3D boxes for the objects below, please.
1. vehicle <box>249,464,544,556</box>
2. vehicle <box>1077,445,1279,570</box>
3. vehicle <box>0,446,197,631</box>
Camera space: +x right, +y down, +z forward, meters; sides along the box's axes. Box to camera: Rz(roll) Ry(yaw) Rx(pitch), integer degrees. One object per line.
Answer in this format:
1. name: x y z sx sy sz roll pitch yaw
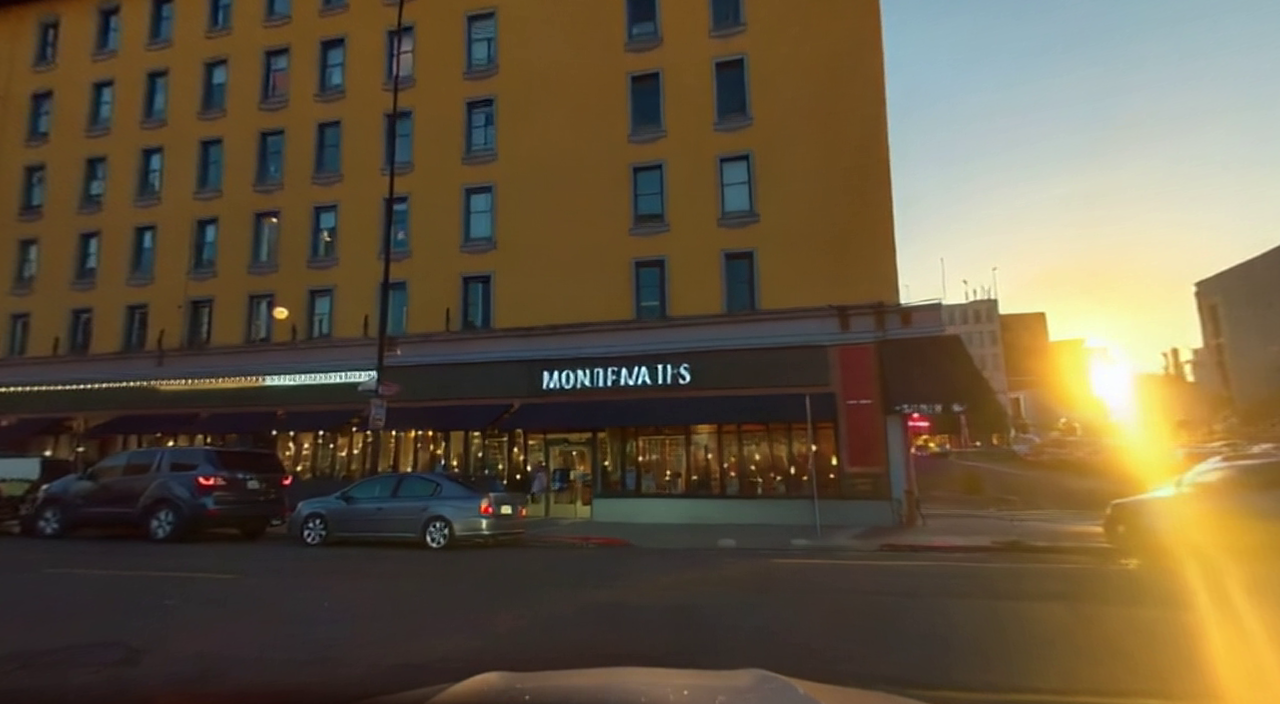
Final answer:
1. vehicle: -4.403 2.833 11.744 4.830 1.421 1.826 -2 -9 11
2. vehicle: 9.619 2.279 9.608 4.410 1.687 1.834 -2 -8 9
3. vehicle: -7.042 1.672 6.244 4.330 1.458 1.932 -2 -9 15
